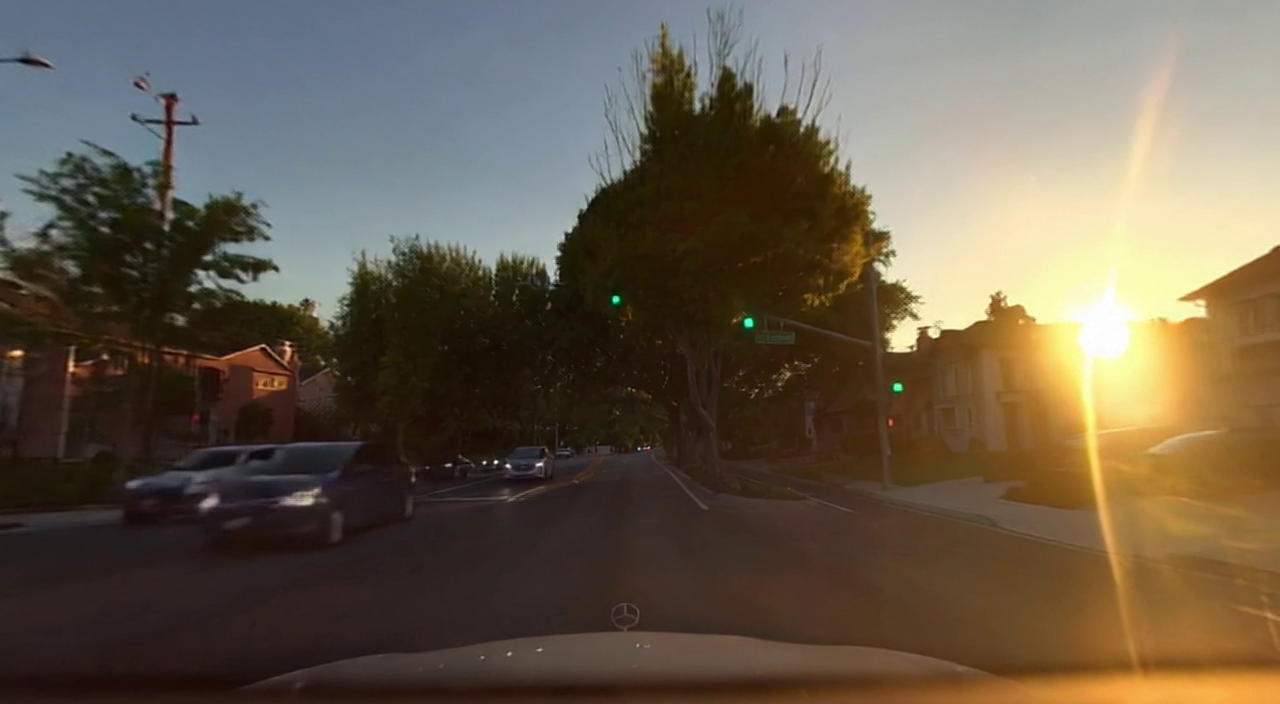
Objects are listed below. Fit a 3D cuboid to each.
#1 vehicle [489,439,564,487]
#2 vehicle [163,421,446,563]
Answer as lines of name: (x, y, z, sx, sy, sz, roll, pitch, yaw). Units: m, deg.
vehicle: (-4.464, 4.418, 25.570, 2.095, 1.731, 4.462, 0, -8, 1)
vehicle: (-4.580, 1.935, 9.488, 1.999, 1.652, 3.962, 0, -8, 1)
